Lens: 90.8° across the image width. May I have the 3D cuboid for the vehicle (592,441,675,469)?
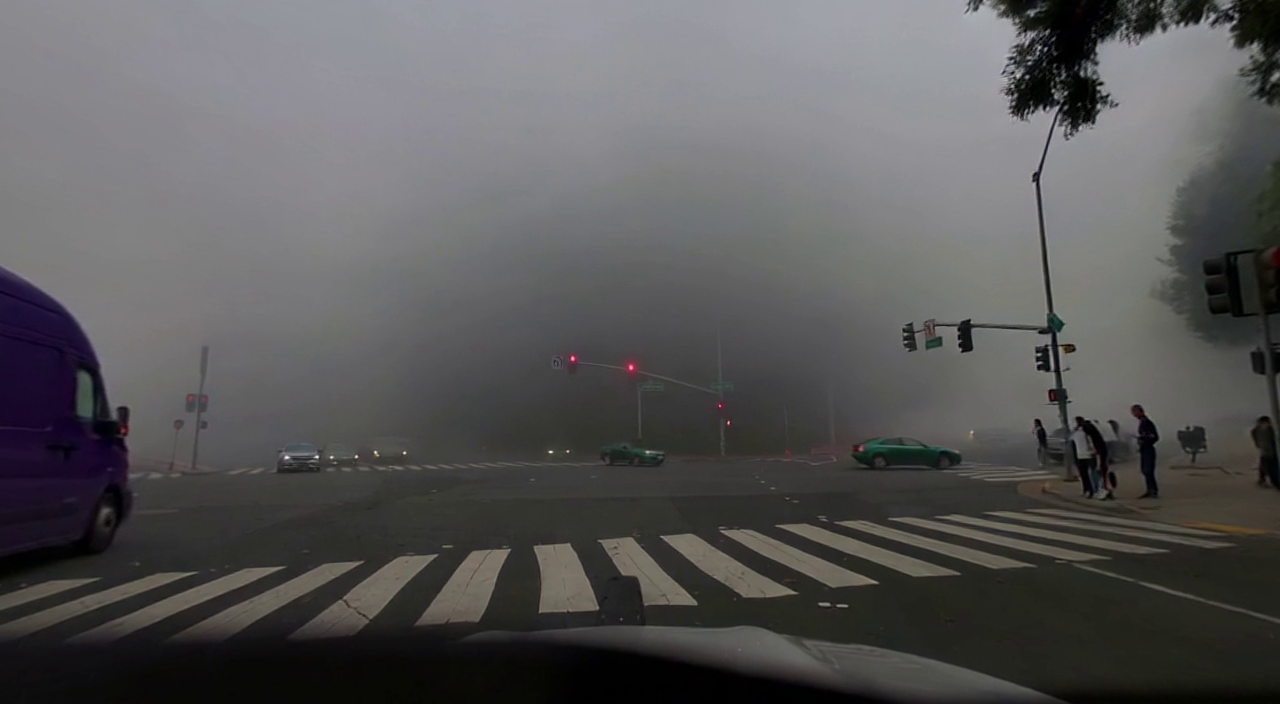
[{"bbox_3d":[-0.403,5.505,33.945,1.911,1.415,4.487,8,-12,-43],"label":"vehicle"}]

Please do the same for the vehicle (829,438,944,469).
[{"bbox_3d":[12.315,5.097,31.794,4.911,1.504,2.109,0,-9,2],"label":"vehicle"}]

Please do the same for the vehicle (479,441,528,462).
[{"bbox_3d":[-10.138,7.468,47.399,2.097,1.484,4.596,-1,-9,8],"label":"vehicle"}]

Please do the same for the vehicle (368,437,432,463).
[{"bbox_3d":[-17.374,7.151,45.999,2.189,1.753,4.785,-2,-9,9],"label":"vehicle"}]

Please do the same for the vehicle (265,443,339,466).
[{"bbox_3d":[-21.819,6.641,40.997,1.859,1.415,4.591,-1,-9,8],"label":"vehicle"}]

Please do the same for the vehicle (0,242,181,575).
[{"bbox_3d":[-7.727,0.489,5.538,3.112,3.230,6.726,1,-7,-10],"label":"vehicle"}]

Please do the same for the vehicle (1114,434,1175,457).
[{"bbox_3d":[38.651,7.158,48.392,4.122,1.682,1.930,4,-9,-25],"label":"vehicle"}]

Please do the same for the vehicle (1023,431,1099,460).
[{"bbox_3d":[28.320,6.295,42.484,4.662,1.840,2.055,4,-10,-26],"label":"vehicle"}]

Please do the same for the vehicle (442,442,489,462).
[{"bbox_3d":[-13.167,7.590,47.860,1.845,1.426,4.289,-1,-9,8],"label":"vehicle"}]

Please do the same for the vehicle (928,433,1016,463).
[{"bbox_3d":[20.165,5.824,38.350,5.244,1.717,1.897,4,-10,-27],"label":"vehicle"}]
